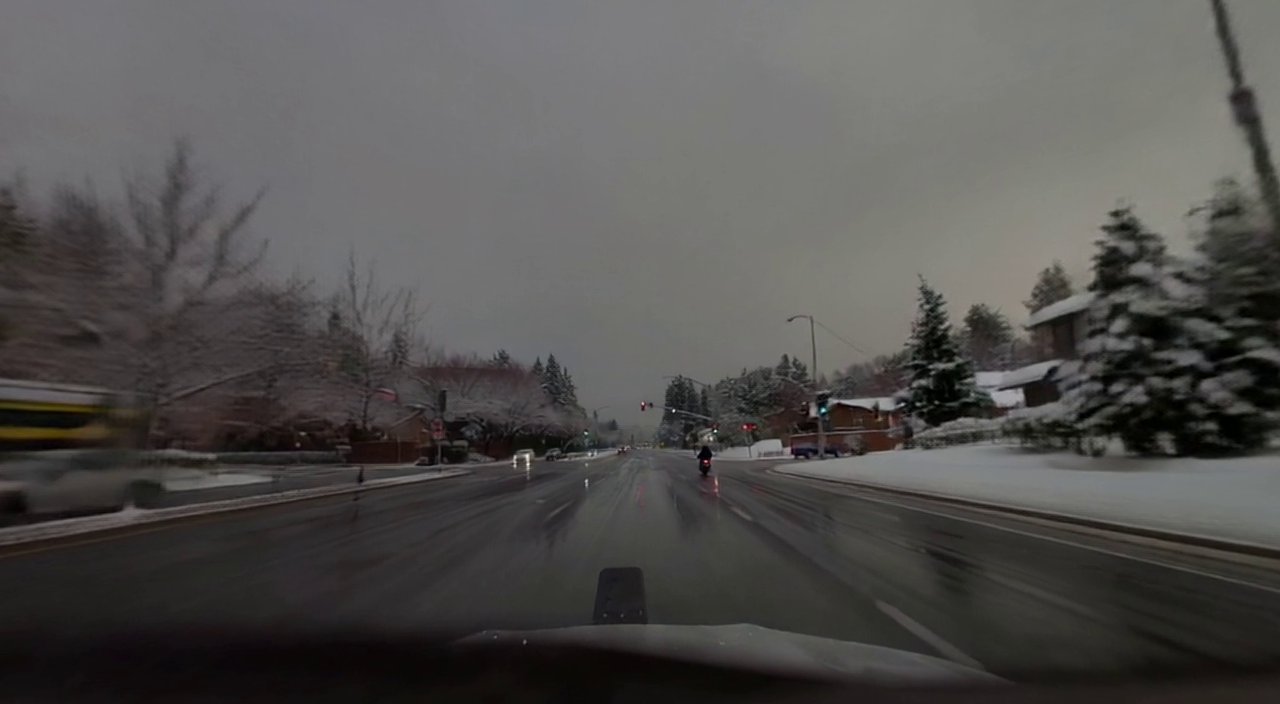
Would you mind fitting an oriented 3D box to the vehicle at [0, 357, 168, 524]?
[{"bbox_3d":[-17.349,1.770,12.711,2.892,4.104,16.689,0,-8,0],"label":"vehicle"}]
